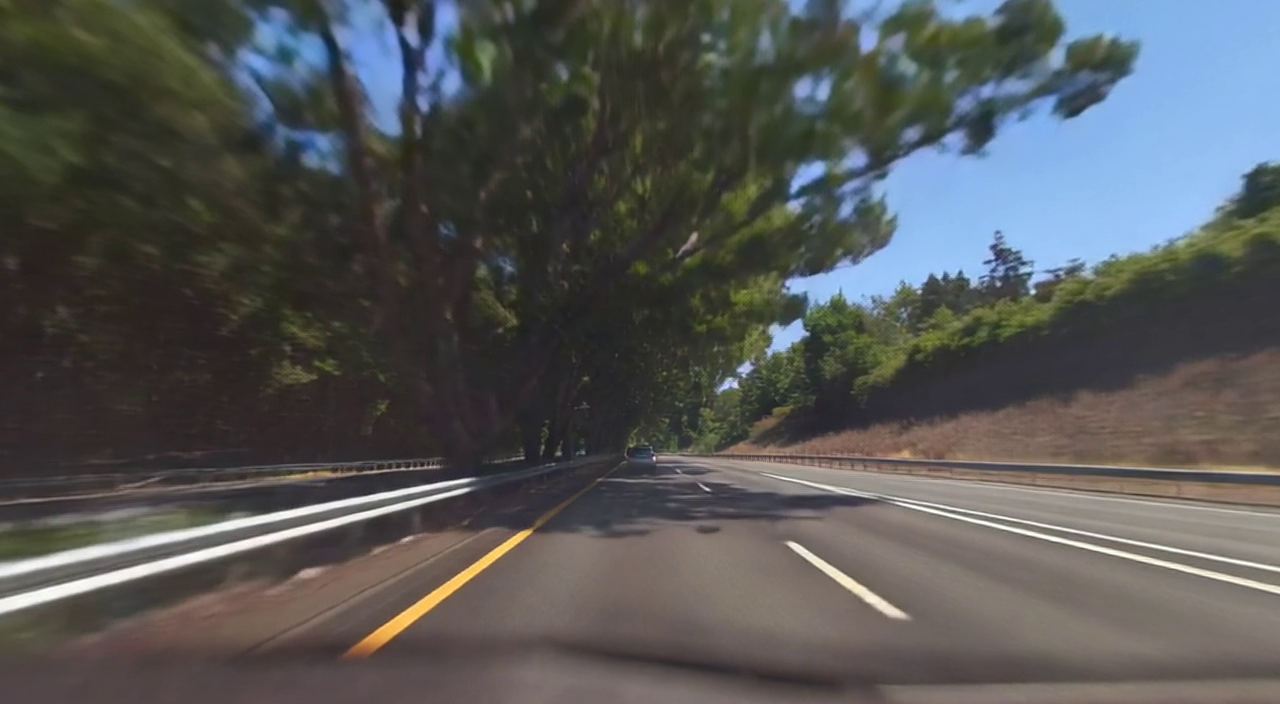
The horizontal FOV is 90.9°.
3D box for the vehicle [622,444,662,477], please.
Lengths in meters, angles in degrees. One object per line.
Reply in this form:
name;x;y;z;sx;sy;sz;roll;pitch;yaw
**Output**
vehicle;0.069;5.770;33.615;1.987;1.658;3.620;0;-9;-1
